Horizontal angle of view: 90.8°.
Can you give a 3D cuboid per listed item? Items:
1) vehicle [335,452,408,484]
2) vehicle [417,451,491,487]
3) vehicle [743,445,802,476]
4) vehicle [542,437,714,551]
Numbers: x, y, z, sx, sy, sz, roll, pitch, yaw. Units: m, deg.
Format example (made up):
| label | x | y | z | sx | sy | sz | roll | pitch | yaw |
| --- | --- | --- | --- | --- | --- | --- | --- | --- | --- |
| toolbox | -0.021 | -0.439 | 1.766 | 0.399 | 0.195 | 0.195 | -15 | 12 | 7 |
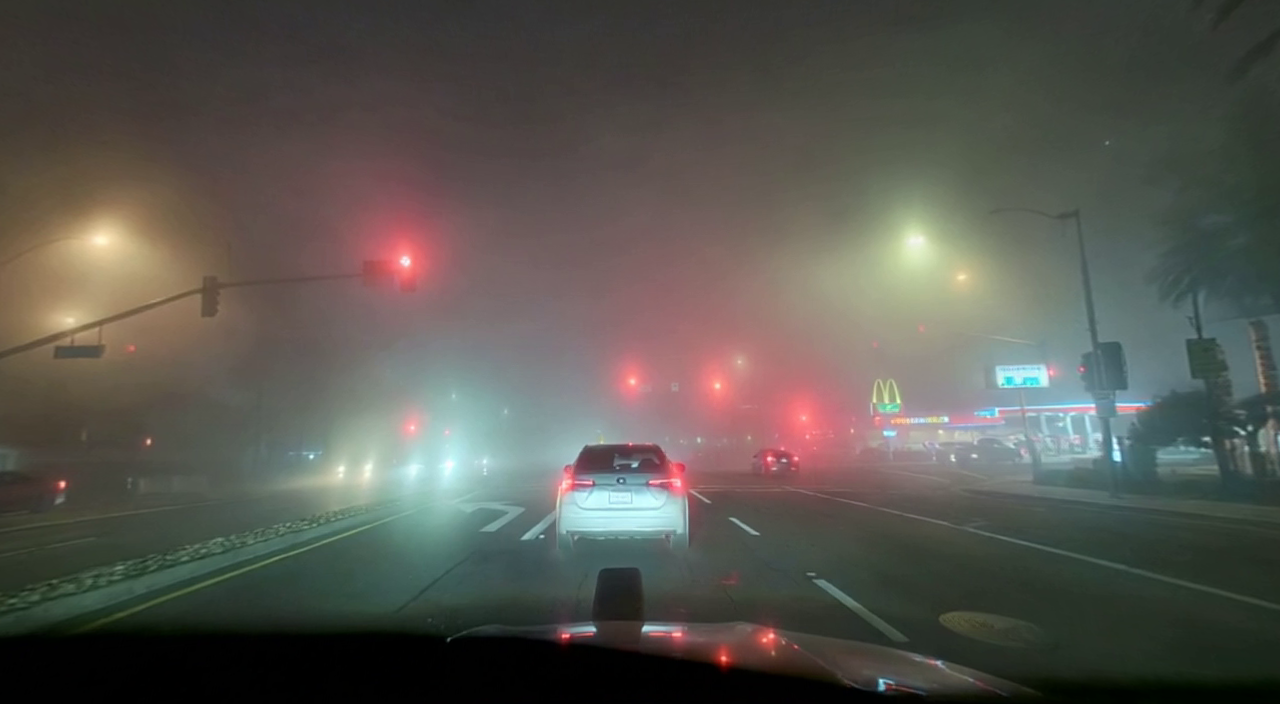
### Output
| label | x | y | z | sx | sy | sz | roll | pitch | yaw |
| --- | --- | --- | --- | --- | --- | --- | --- | --- | --- |
| vehicle | -15.258 | 6.595 | 36.221 | 2.120 | 1.629 | 4.686 | 0 | -8 | 0 |
| vehicle | -8.283 | 5.218 | 28.574 | 1.904 | 1.450 | 4.689 | 0 | -8 | 0 |
| vehicle | 6.802 | 5.608 | 32.941 | 2.017 | 1.491 | 4.420 | 0 | -8 | -1 |
| vehicle | -0.234 | 2.223 | 10.691 | 2.270 | 1.475 | 4.571 | 0 | -8 | -2 |
